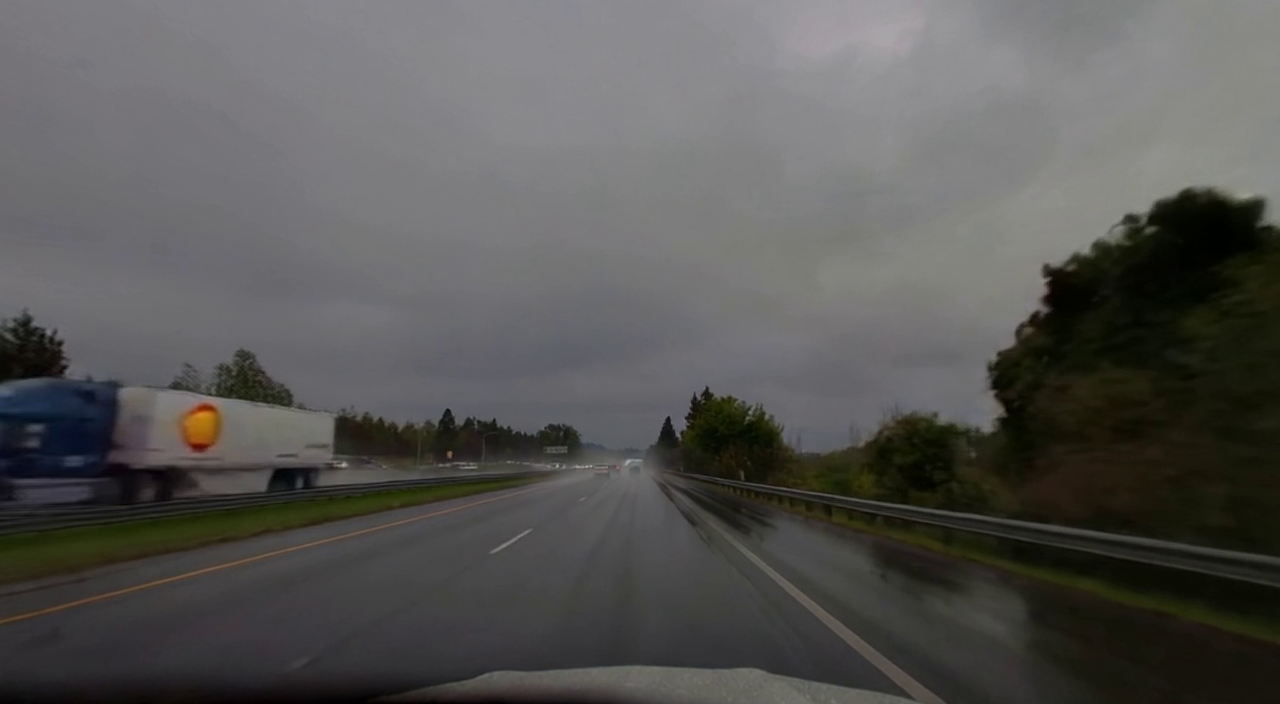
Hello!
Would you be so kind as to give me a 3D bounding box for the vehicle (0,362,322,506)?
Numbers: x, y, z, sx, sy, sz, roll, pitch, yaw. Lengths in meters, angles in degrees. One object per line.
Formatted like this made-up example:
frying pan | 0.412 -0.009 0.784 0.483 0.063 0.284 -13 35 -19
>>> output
vehicle | -17.716 3.555 24.352 2.999 3.697 16.196 2 -11 -2
